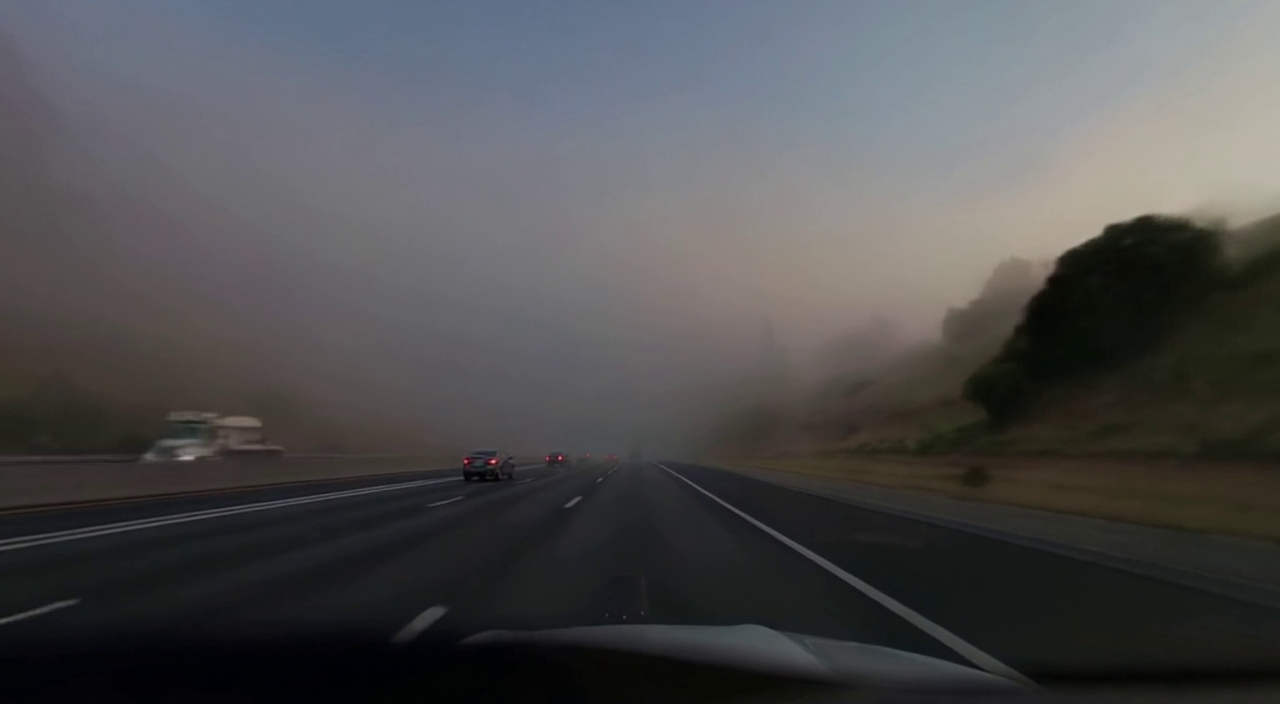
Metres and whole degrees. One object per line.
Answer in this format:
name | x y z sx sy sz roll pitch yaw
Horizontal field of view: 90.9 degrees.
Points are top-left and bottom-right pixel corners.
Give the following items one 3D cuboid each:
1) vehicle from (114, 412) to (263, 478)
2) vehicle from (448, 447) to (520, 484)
vehicle | -22.885 4.819 32.549 2.431 3.004 6.954 0 -9 0
vehicle | -6.919 5.077 28.464 2.015 1.483 4.626 0 -9 0
